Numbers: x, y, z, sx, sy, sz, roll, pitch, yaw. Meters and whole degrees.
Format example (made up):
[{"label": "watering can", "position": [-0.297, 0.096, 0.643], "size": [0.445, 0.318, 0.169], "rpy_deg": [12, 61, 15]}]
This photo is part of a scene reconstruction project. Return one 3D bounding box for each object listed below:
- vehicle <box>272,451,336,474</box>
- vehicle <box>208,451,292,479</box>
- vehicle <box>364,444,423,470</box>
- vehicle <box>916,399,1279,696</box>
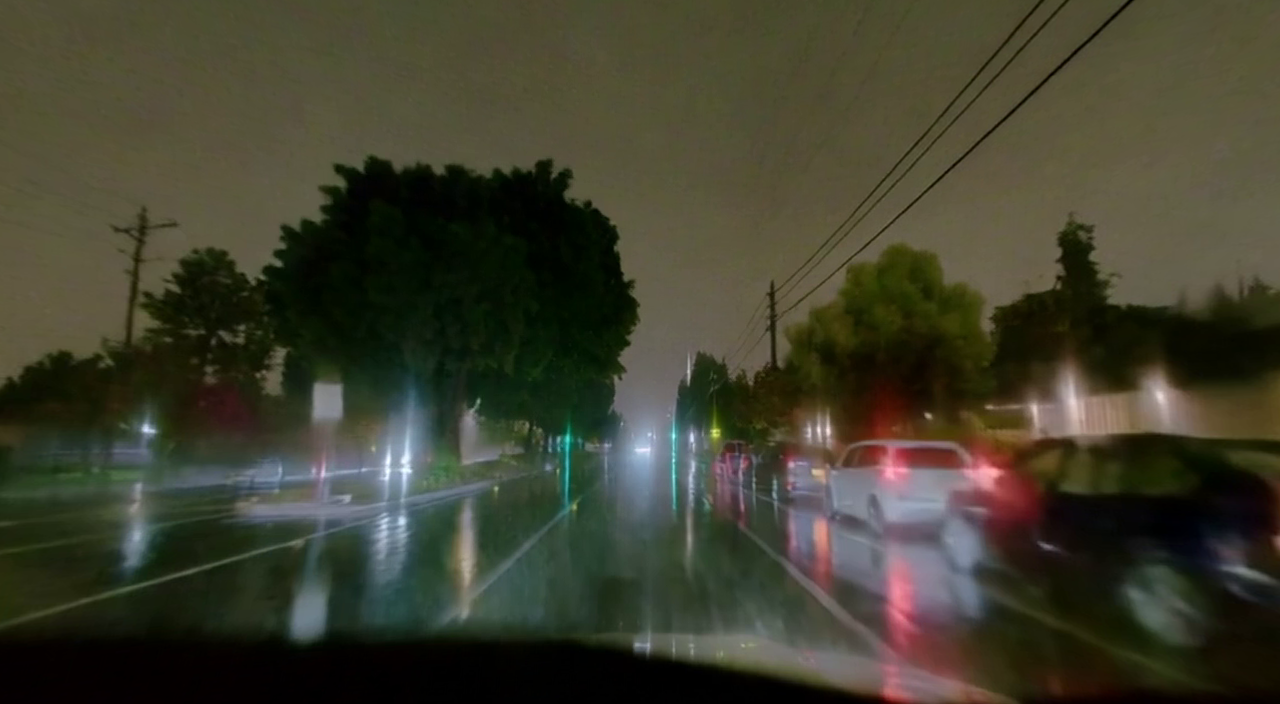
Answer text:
[{"label": "vehicle", "position": [-22.769, 7.499, 43.005], "size": [1.805, 1.446, 4.556], "rpy_deg": [0, -9, 0]}, {"label": "vehicle", "position": [-22.945, 6.651, 37.435], "size": [1.931, 1.500, 4.688], "rpy_deg": [0, -9, 1]}, {"label": "vehicle", "position": [-15.826, 6.759, 40.835], "size": [1.973, 1.522, 4.188], "rpy_deg": [-1, -9, 3]}, {"label": "vehicle", "position": [4.252, 1.254, 4.904], "size": [1.927, 1.517, 4.981], "rpy_deg": [0, -8, -1]}]
